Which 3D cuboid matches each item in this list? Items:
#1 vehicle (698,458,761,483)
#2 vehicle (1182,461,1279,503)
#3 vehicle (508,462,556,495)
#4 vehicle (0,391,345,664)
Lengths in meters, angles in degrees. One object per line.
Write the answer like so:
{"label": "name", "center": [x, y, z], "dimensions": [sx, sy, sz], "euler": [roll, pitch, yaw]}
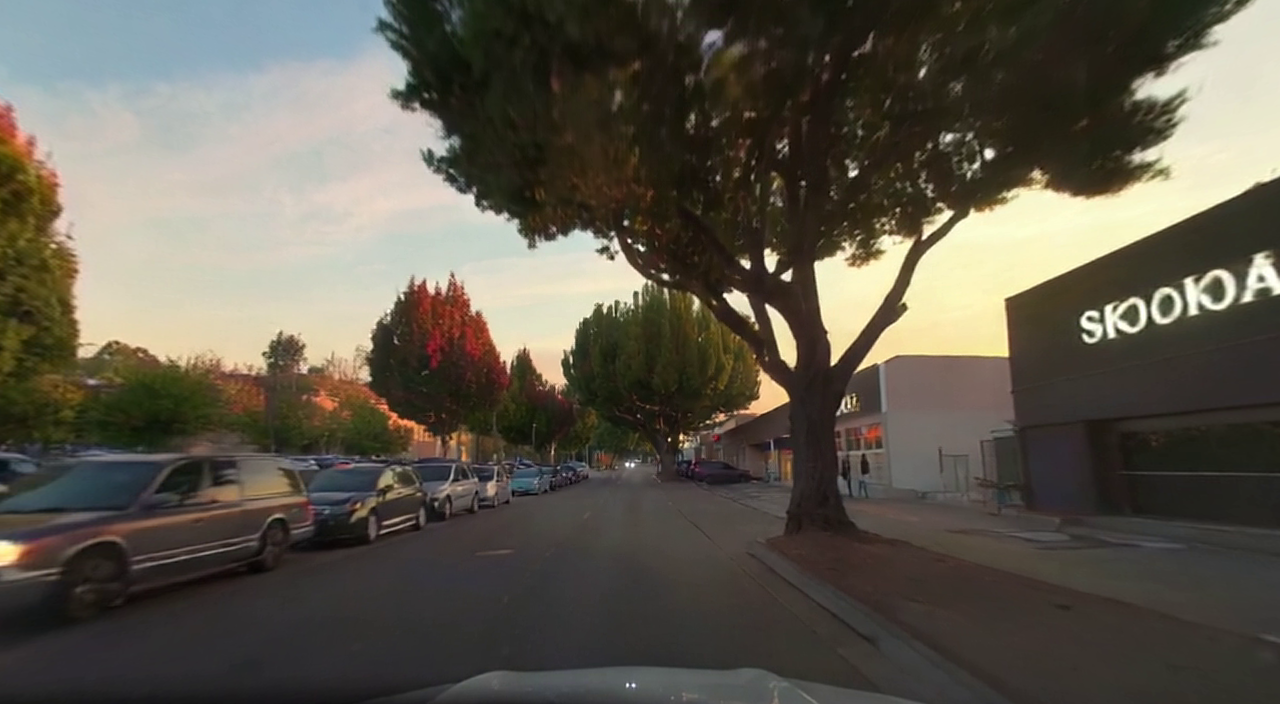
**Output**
{"label": "vehicle", "center": [6.330, 8.448, 44.953], "dimensions": [4.193, 1.665, 1.924], "euler": [1, -11, -1]}
{"label": "vehicle", "center": [25.678, 5.471, 26.831], "dimensions": [1.698, 1.489, 3.599], "euler": [-2, -9, -4]}
{"label": "vehicle", "center": [-5.814, 6.926, 34.543], "dimensions": [1.832, 1.623, 4.424], "euler": [1, -11, 0]}
{"label": "vehicle", "center": [-5.856, 1.790, 7.461], "dimensions": [2.196, 2.001, 5.548], "euler": [1, -11, -3]}
